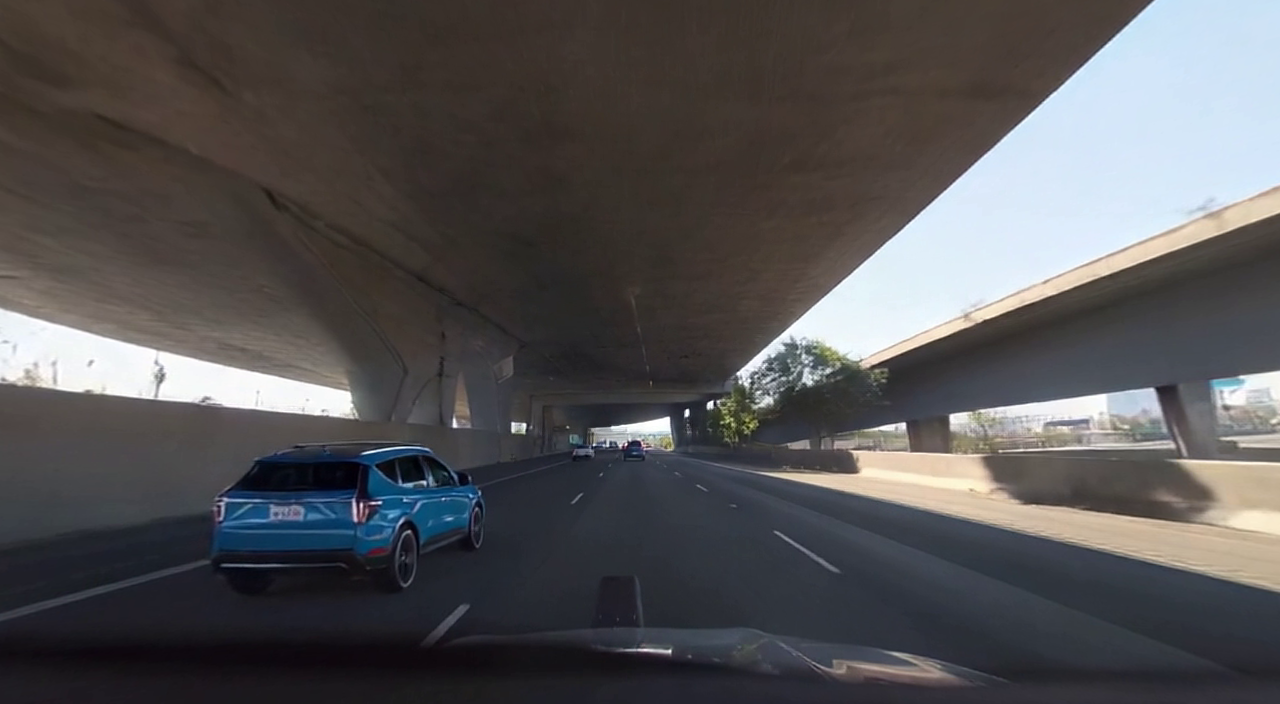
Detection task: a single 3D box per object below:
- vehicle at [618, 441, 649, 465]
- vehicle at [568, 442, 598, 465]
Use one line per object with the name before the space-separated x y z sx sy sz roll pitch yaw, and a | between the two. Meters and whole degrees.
vehicle | -0.500 7.264 45.689 2.132 1.657 3.967 0 -8 -1
vehicle | -4.327 7.753 48.486 2.000 1.646 4.201 0 -8 0
